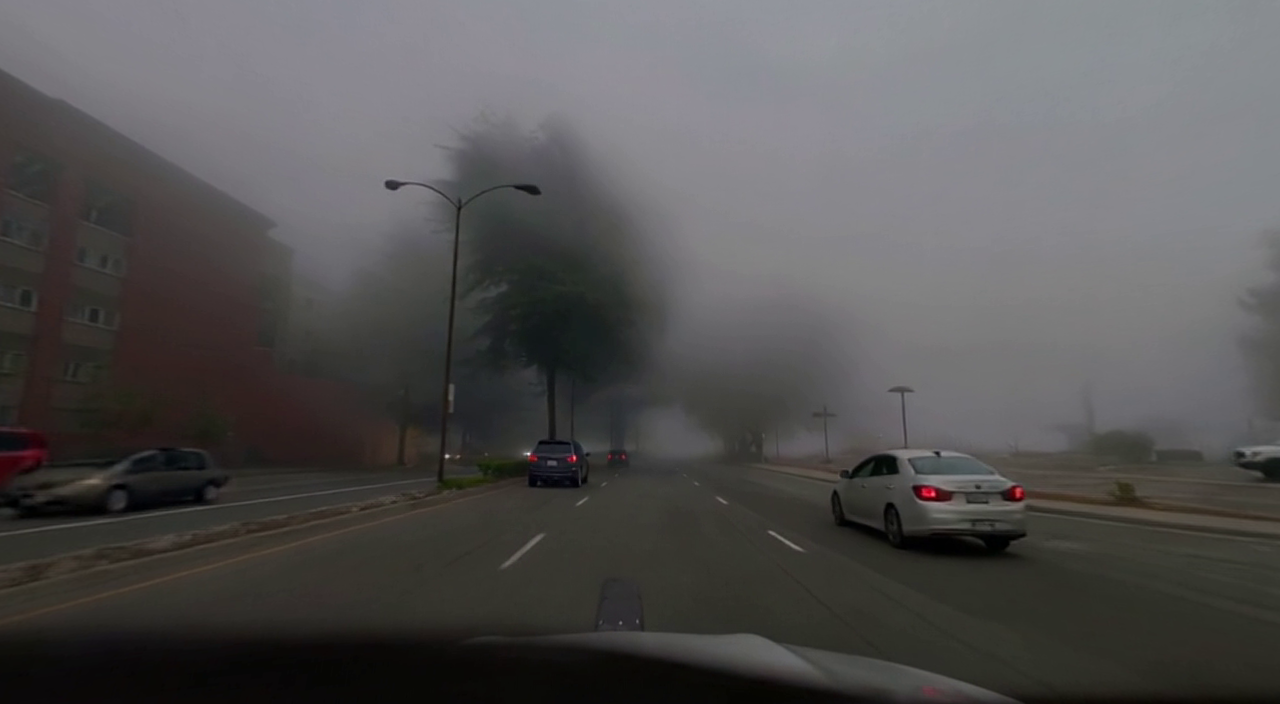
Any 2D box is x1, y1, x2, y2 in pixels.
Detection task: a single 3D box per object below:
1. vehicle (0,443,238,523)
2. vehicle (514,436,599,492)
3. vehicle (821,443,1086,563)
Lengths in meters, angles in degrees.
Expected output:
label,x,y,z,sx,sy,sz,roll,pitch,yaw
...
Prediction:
label,x,y,z,sx,sy,sz,roll,pitch,yaw
vehicle,-11.606,2.801,14.107,1.960,1.451,4.870,0,-9,1
vehicle,-2.921,4.085,23.366,2.305,1.833,4.912,0,-9,2
vehicle,4.547,2.232,10.127,1.960,1.471,4.378,0,-9,-1
